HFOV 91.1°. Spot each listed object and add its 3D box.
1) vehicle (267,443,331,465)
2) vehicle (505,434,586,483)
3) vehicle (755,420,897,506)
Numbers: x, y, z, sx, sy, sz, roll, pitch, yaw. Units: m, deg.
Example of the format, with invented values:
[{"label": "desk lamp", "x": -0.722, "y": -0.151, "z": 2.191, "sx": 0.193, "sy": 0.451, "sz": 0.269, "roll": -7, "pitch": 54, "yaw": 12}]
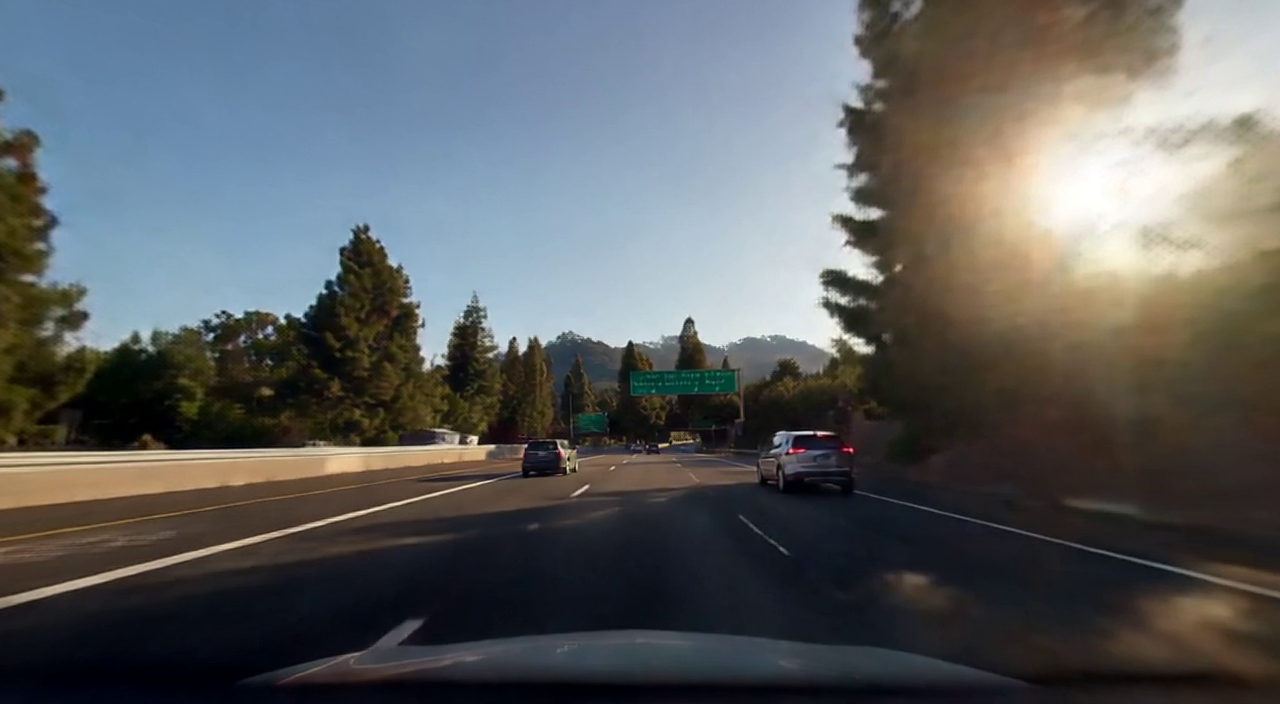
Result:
[{"label": "vehicle", "x": -24.448, "y": 7.312, "z": 45.218, "sx": 1.845, "sy": 1.484, "sz": 4.753, "roll": 0, "pitch": -8, "yaw": 2}, {"label": "vehicle", "x": -3.325, "y": 3.855, "z": 22.954, "sx": 2.166, "sy": 1.608, "sz": 4.297, "roll": 0, "pitch": -8, "yaw": 2}, {"label": "vehicle", "x": 4.389, "y": 2.698, "z": 15.668, "sx": 2.149, "sy": 1.796, "sz": 4.487, "roll": 0, "pitch": -8, "yaw": 0}]
